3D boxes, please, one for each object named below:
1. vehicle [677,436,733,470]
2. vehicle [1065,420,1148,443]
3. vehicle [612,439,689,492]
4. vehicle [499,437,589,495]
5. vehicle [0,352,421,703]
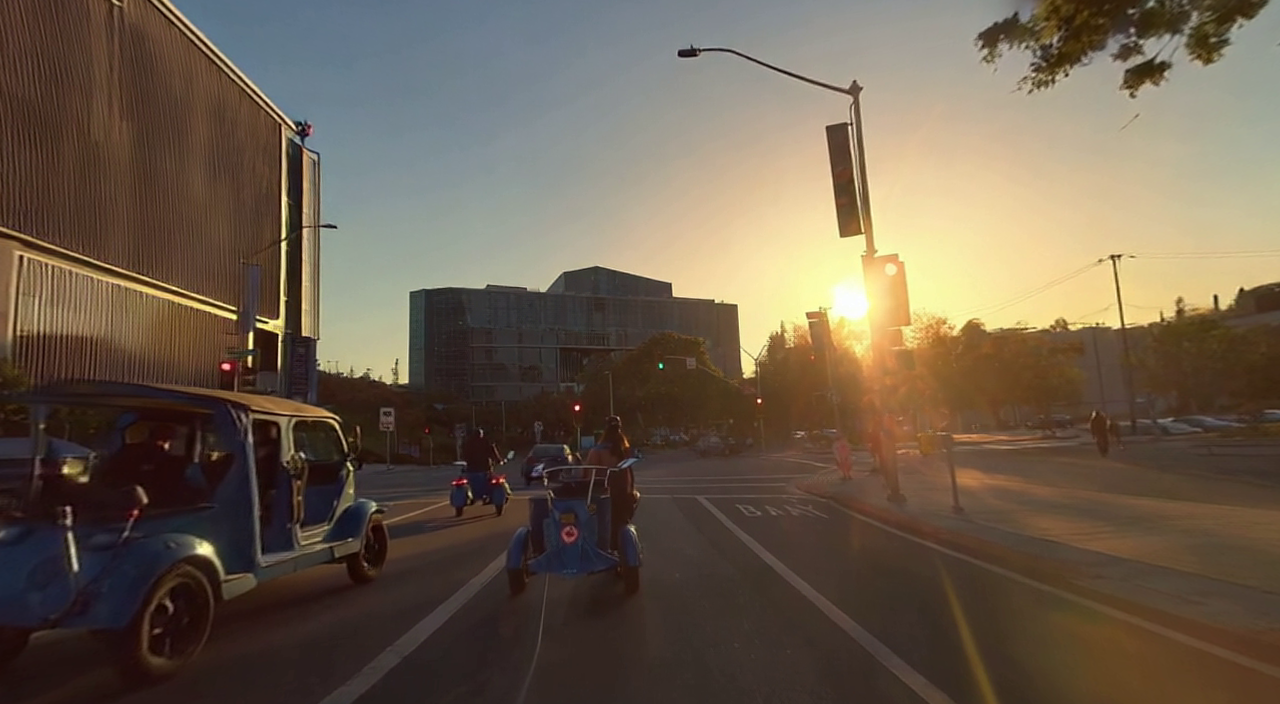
[{"bbox_3d":[3.529,5.367,33.458,2.082,1.671,3.992,-3,-9,20],"label":"vehicle"},{"bbox_3d":[30.732,5.282,41.432,1.751,1.420,4.027,8,-12,-42],"label":"vehicle"},{"bbox_3d":[0.434,3.498,19.739,2.025,1.458,4.085,-1,-8,6],"label":"vehicle"},{"bbox_3d":[-2.903,3.549,19.866,1.935,1.615,4.073,-1,-8,4],"label":"vehicle"},{"bbox_3d":[-3.586,1.225,5.042,2.000,1.809,4.405,0,-8,1],"label":"vehicle"}]
